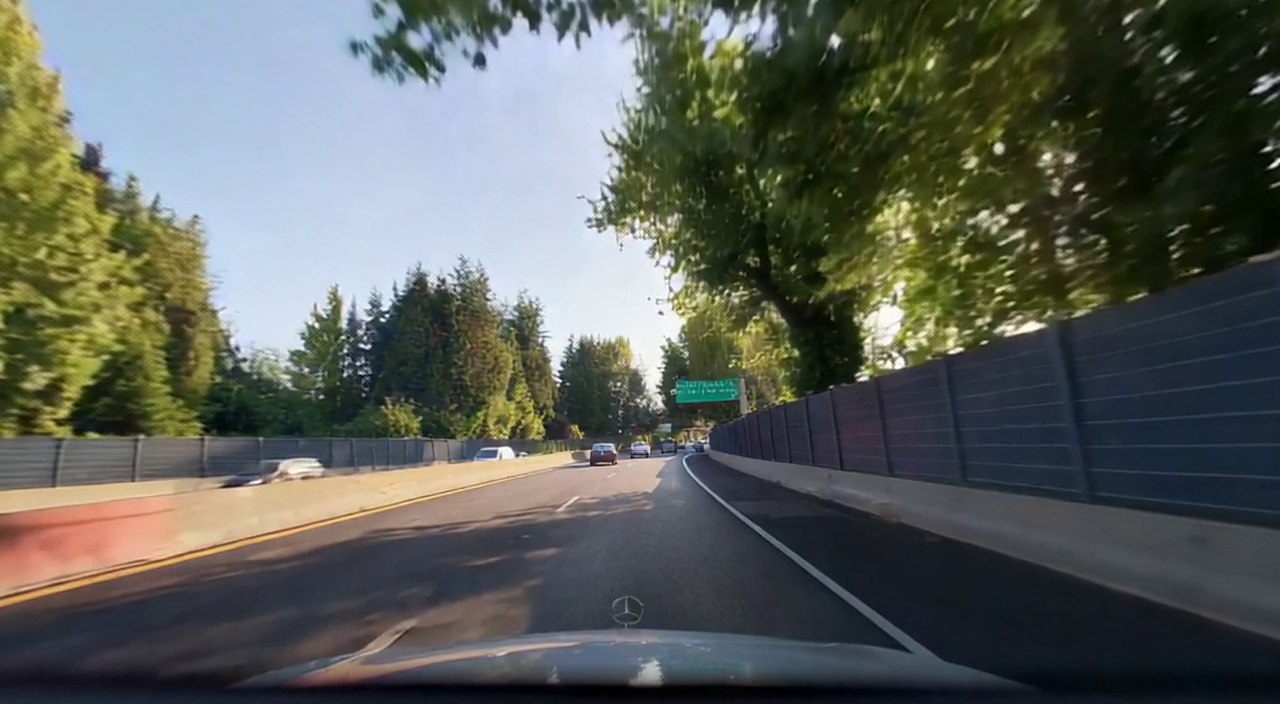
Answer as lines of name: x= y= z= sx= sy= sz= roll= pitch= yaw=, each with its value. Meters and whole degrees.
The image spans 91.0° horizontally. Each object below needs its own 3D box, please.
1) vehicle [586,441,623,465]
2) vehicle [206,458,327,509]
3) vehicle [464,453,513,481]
vehicle: x=-2.252 y=6.590 z=41.284 sx=1.985 sy=1.518 sz=3.847 roll=-1 pitch=-8 yaw=4
vehicle: x=-14.538 y=5.096 z=24.858 sx=1.909 sy=1.706 sz=4.501 roll=0 pitch=-8 yaw=1
vehicle: x=-9.795 y=7.446 z=41.027 sx=1.931 sy=1.645 sz=4.338 roll=0 pitch=-8 yaw=3
